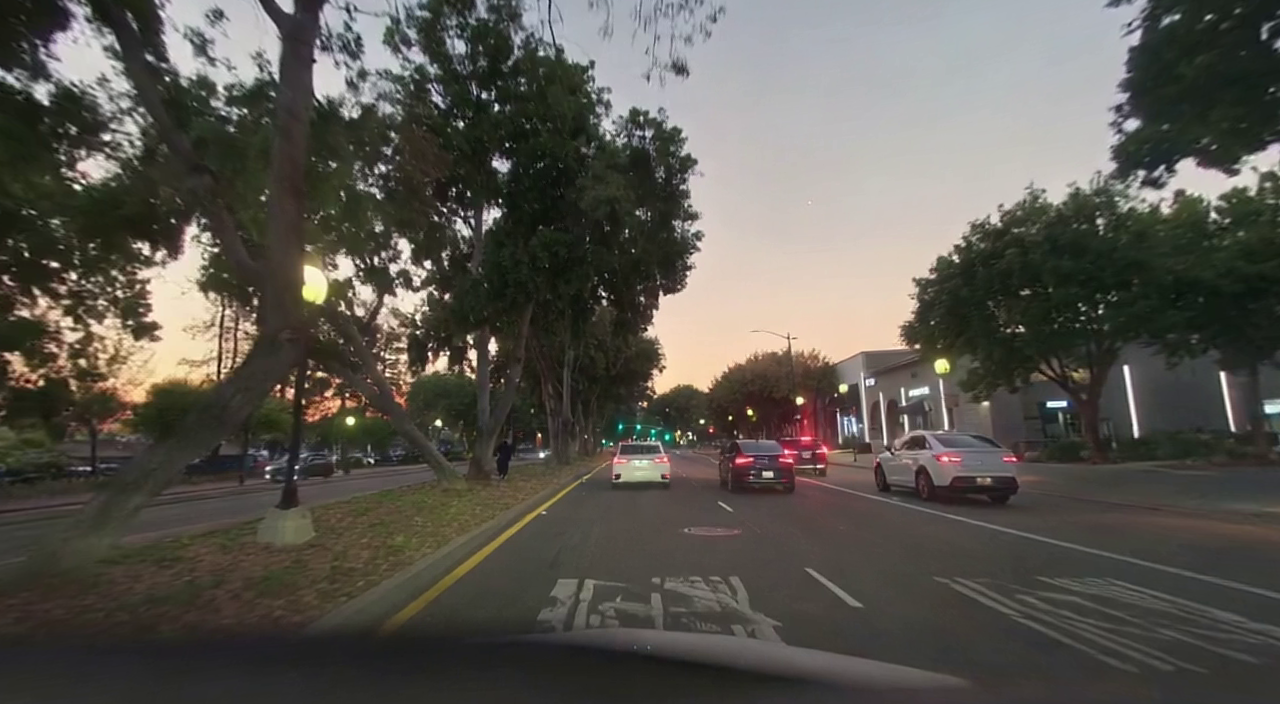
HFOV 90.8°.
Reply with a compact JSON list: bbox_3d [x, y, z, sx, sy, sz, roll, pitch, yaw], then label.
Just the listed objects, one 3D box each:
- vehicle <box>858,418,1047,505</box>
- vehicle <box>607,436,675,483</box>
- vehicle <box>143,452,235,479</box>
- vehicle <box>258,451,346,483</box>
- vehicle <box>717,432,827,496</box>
[{"bbox_3d":[7.073,2.550,15.061,2.052,1.708,4.842,0,-8,0],"label":"vehicle"},{"bbox_3d":[0.008,3.633,21.643,2.101,1.444,4.248,0,-8,-1],"label":"vehicle"},{"bbox_3d":[-29.920,7.506,41.964,4.559,1.663,2.059,-1,-8,3],"label":"vehicle"},{"bbox_3d":[-17.476,5.956,32.951,2.069,1.460,4.716,0,-8,-1],"label":"vehicle"},{"bbox_3d":[3.375,2.970,17.100,1.993,1.477,4.240,0,-8,-1],"label":"vehicle"}]
